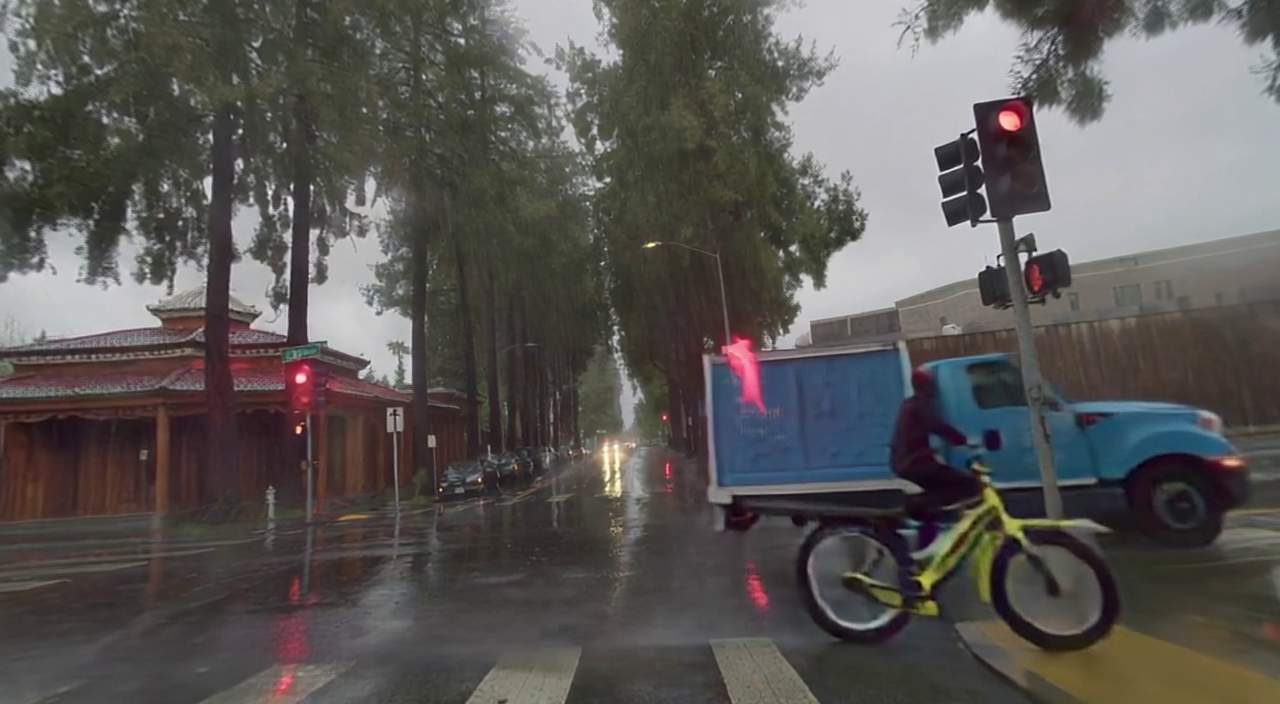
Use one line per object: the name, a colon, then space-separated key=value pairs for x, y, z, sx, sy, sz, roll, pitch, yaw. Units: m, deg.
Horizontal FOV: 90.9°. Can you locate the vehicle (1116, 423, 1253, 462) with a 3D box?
vehicle: x=24.955 y=4.158 z=29.019 sx=4.268 sy=1.695 sz=2.053 roll=0 pitch=-8 yaw=3

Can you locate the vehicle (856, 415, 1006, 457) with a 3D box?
vehicle: x=10.684 y=3.134 z=23.424 sx=4.643 sy=1.456 sz=1.820 roll=-1 pitch=-8 yaw=5

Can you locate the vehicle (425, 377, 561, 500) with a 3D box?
vehicle: x=-5.820 y=3.743 z=27.156 sx=3.113 sy=4.041 sz=10.284 roll=-4 pitch=-8 yaw=1
